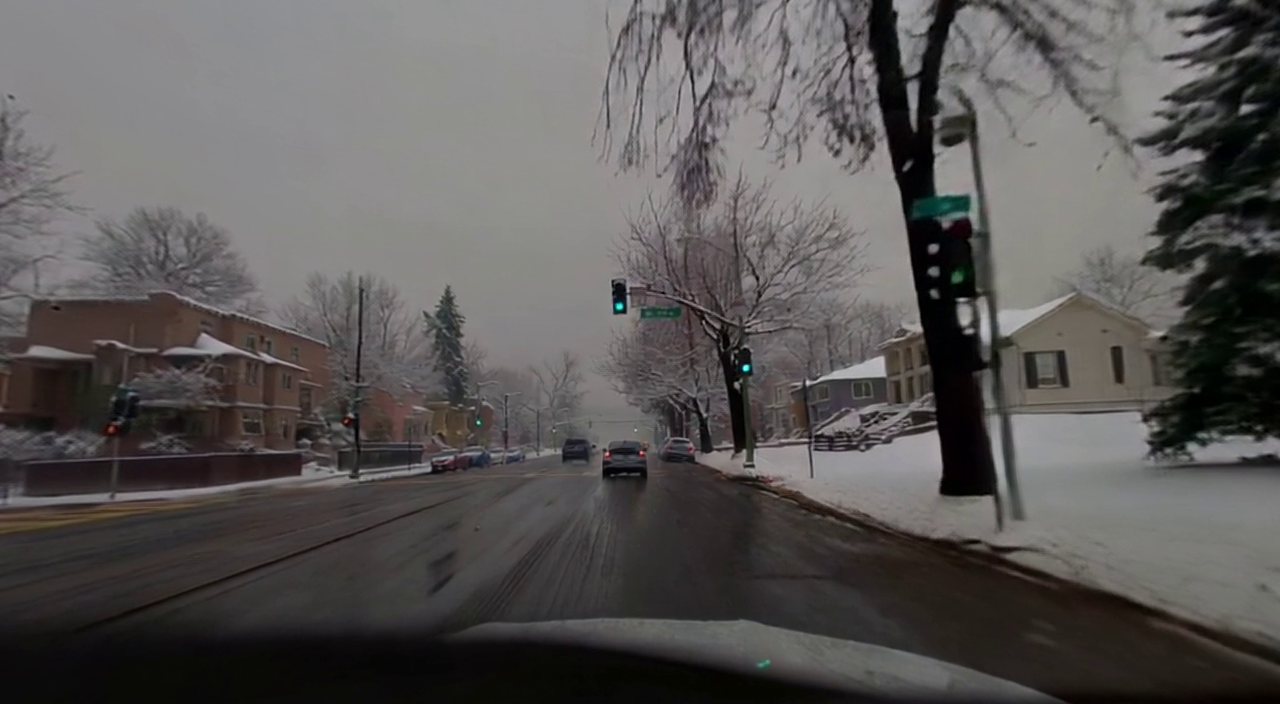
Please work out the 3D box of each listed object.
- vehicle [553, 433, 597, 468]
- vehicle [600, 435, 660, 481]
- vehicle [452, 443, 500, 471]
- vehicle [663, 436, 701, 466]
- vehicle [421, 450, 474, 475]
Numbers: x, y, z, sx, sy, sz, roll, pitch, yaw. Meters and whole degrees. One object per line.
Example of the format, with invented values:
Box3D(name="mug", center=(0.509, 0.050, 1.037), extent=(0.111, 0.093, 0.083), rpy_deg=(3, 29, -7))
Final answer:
Box3D(name="vehicle", center=(-3.627, 5.566, 35.747), extent=(1.983, 1.841, 4.013), rpy_deg=(0, -8, 1))
Box3D(name="vehicle", center=(-0.352, 3.828, 23.011), extent=(1.998, 1.518, 4.015), rpy_deg=(0, -8, -1))
Box3D(name="vehicle", center=(-12.358, 7.928, 47.842), extent=(2.109, 1.941, 6.025), rpy_deg=(0, -8, -1))
Box3D(name="vehicle", center=(2.538, 6.060, 38.717), extent=(1.969, 1.725, 4.387), rpy_deg=(0, -8, -1))
Box3D(name="vehicle", center=(-12.233, 7.020, 40.306), extent=(1.913, 1.475, 4.372), rpy_deg=(0, -8, 1))
